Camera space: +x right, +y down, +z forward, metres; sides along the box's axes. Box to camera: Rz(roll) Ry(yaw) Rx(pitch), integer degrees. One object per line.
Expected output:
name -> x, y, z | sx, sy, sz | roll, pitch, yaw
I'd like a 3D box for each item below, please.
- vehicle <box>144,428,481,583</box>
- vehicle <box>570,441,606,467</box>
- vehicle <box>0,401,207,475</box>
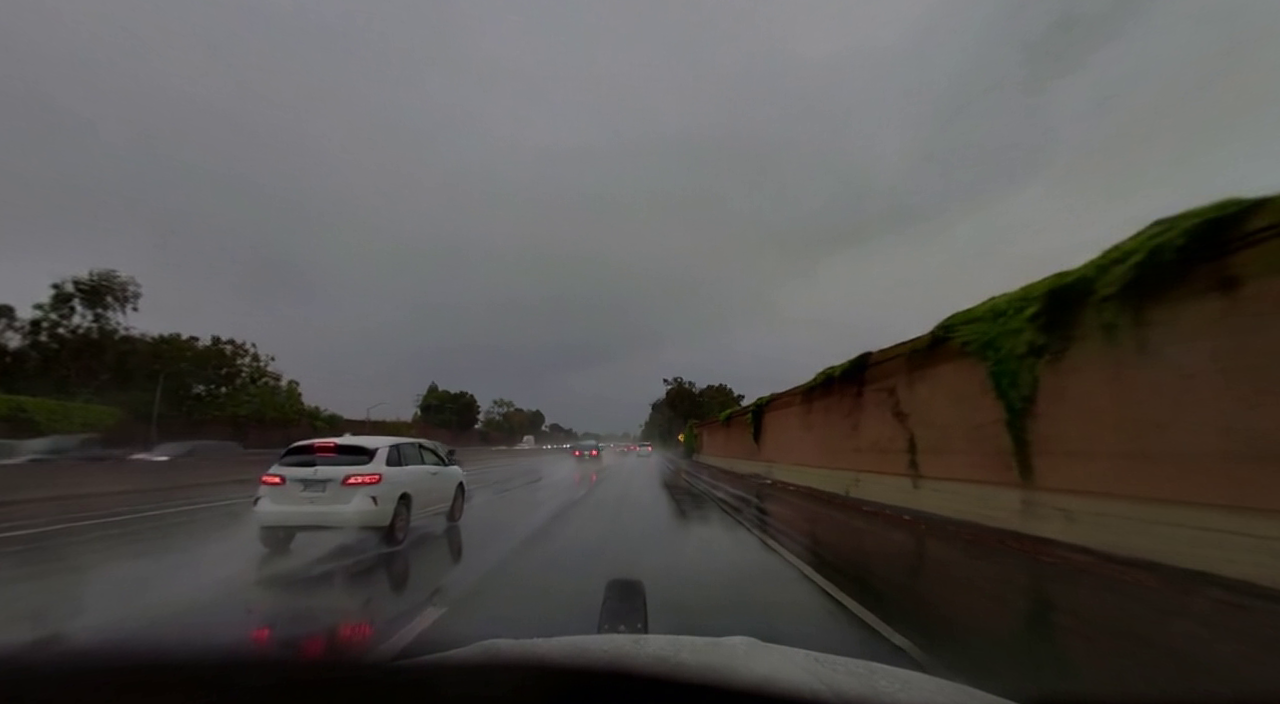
vehicle -> -3.814, 1.858, 8.581 | 1.945, 1.484, 4.803 | 0, -9, 1
vehicle -> -3.570, 7.111, 43.914 | 2.036, 1.636, 4.511 | 0, -9, 1
vehicle -> -28.463, 4.505, 32.363 | 2.810, 3.115, 13.379 | 0, -9, 0
